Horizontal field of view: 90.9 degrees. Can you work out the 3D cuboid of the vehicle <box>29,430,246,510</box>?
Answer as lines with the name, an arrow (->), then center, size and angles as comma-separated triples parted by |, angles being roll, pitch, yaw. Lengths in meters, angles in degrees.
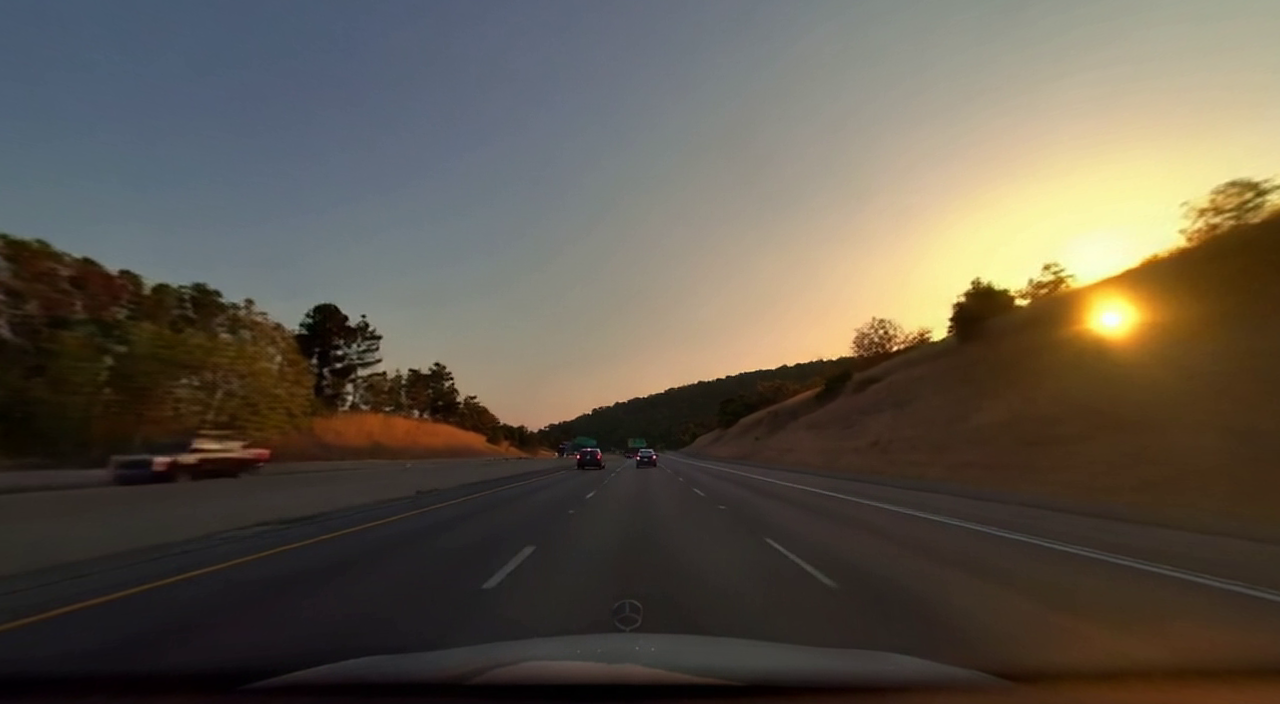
vehicle -> -13.375, 3.151, 17.296 | 2.072, 1.878, 4.726 | 0, -9, -1

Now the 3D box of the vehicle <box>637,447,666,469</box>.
vehicle -> 0.806, 7.870, 46.828 | 2.036, 1.519, 4.225 | 0, -9, 0

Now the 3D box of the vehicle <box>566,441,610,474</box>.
vehicle -> -2.934, 6.129, 36.641 | 2.143, 1.770, 4.283 | 0, -9, 1
